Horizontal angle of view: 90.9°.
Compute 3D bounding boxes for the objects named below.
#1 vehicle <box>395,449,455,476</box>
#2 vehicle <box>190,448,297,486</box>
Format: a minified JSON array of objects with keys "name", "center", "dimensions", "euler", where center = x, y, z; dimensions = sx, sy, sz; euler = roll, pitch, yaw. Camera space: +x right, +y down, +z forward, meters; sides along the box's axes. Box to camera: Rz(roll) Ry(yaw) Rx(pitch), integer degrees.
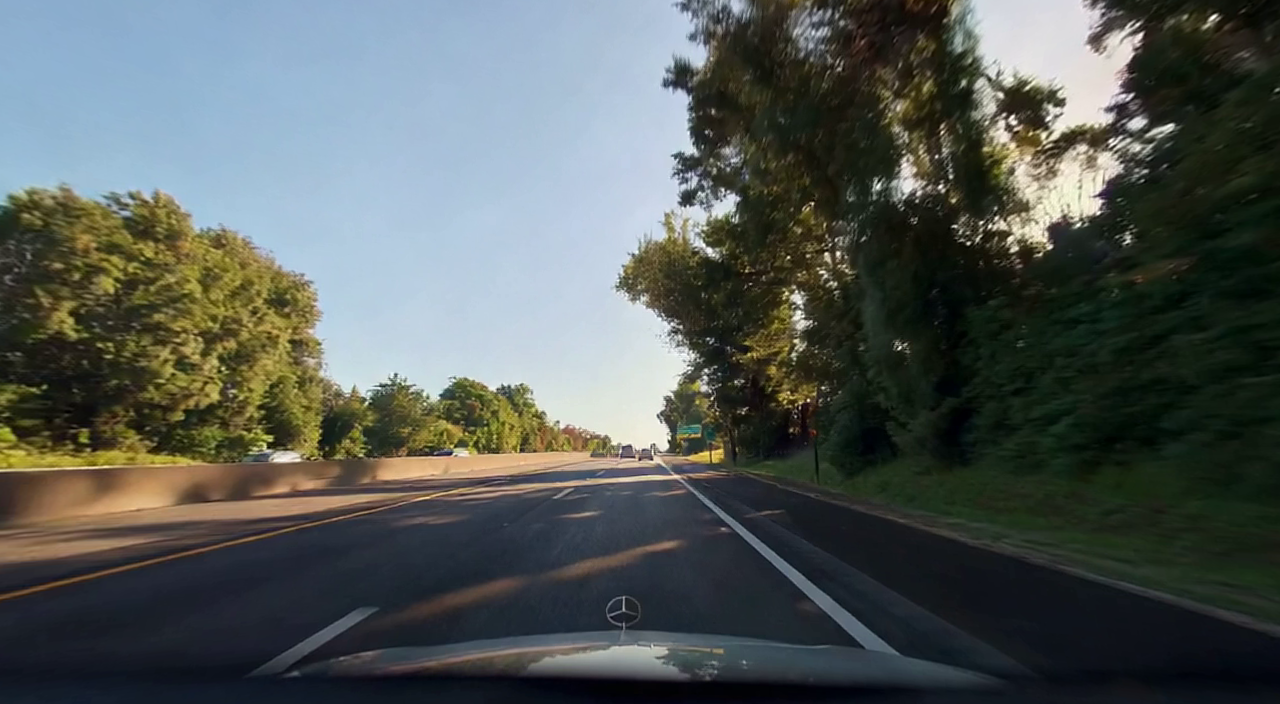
[{"name":"vehicle","center":[-12.645,6.530,37.386],"dimensions":[1.908,1.491,4.440],"euler":[0,-9,1]},{"name":"vehicle","center":[-16.461,4.769,26.466],"dimensions":[1.806,1.422,4.110],"euler":[0,-9,0]}]
